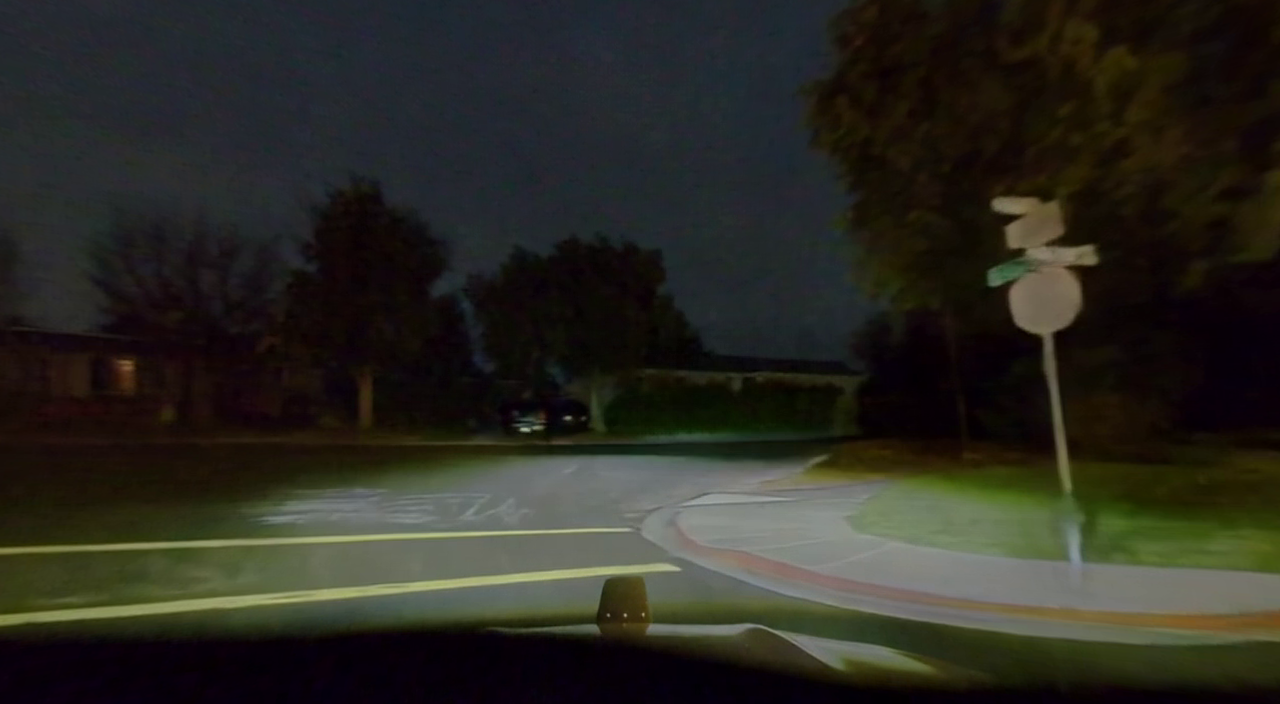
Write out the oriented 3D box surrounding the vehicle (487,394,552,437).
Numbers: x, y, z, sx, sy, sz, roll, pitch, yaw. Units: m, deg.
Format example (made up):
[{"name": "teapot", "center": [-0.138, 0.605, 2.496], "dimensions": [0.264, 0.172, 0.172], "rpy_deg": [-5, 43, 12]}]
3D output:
[{"name": "vehicle", "center": [-4.830, 2.577, 24.833], "dimensions": [1.860, 1.477, 4.629], "rpy_deg": [3, -9, -18]}]
